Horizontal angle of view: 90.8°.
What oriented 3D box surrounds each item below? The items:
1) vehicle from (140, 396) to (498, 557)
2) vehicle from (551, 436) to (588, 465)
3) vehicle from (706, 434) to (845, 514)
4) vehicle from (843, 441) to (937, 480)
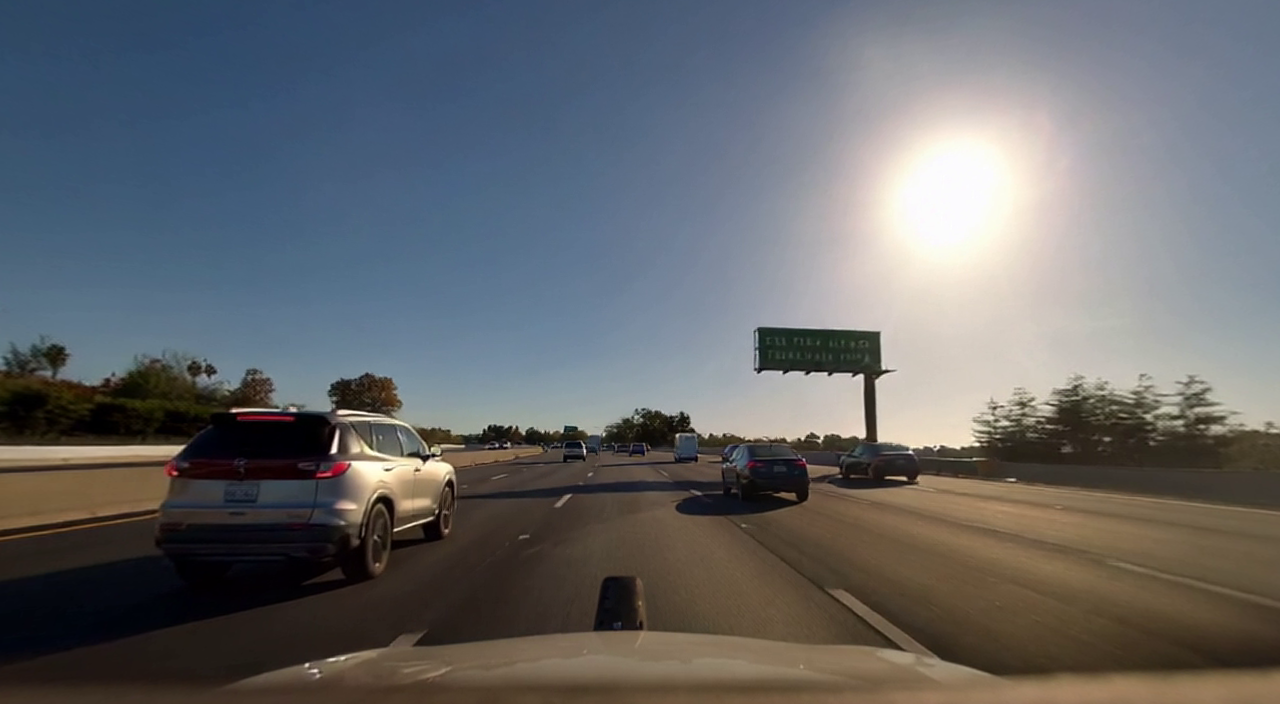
[{"bbox_3d":[-4.375,1.863,10.260,2.684,1.839,5.803,0,-8,1],"label":"vehicle"},{"bbox_3d":[-4.779,6.753,43.394,2.149,1.843,4.348,0,-8,-1],"label":"vehicle"},{"bbox_3d":[2.832,2.667,14.375,2.053,1.510,4.400,0,-8,-2],"label":"vehicle"},{"bbox_3d":[10.465,4.548,26.826,2.105,1.496,4.393,0,-8,-1],"label":"vehicle"}]
